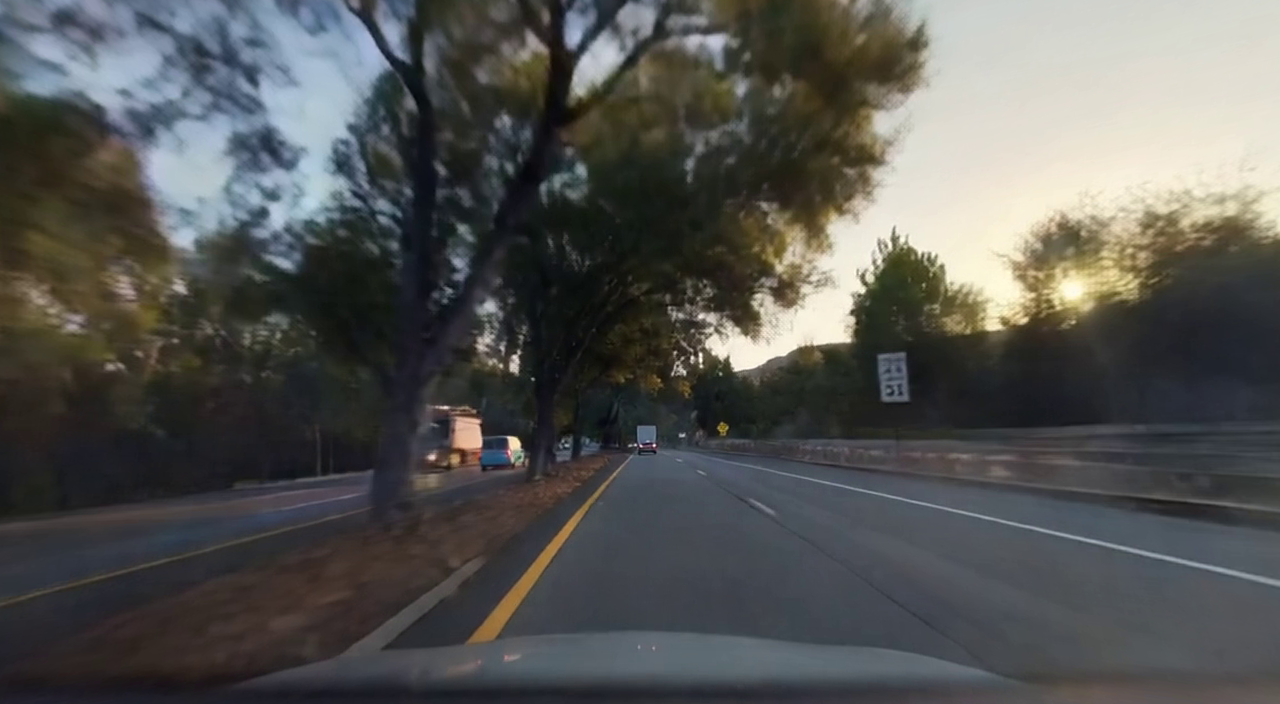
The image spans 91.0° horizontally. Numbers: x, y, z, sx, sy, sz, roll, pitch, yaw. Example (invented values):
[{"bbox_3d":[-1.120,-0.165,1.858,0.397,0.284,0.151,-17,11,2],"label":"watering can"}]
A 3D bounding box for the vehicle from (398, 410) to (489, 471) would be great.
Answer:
[{"bbox_3d":[-14.777,6.886,48.829,2.905,4.091,12.827,0,-8,0],"label":"vehicle"}]

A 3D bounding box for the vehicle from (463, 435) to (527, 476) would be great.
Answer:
[{"bbox_3d":[-7.066,5.082,31.164,2.068,1.897,4.372,0,-8,1],"label":"vehicle"}]
